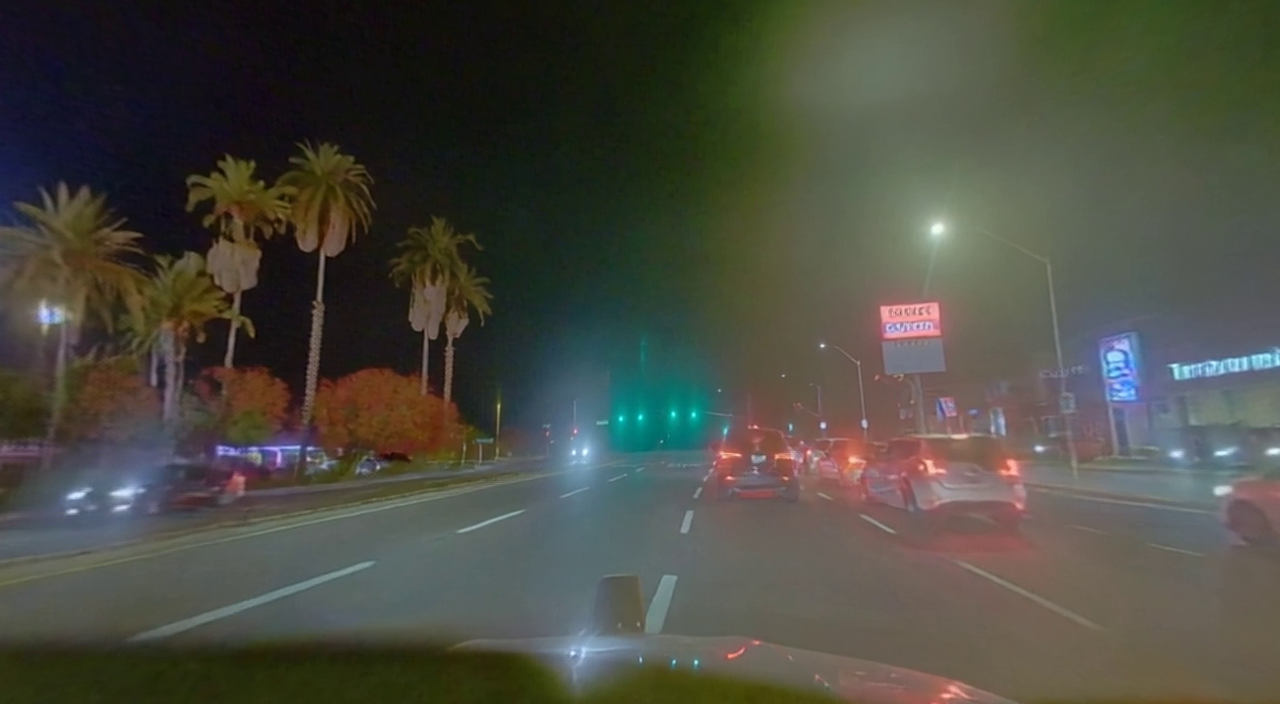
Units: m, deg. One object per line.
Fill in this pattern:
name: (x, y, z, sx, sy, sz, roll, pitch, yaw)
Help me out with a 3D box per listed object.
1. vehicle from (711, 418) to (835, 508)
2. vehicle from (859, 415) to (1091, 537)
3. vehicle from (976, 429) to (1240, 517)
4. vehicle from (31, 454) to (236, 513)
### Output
vehicle: (3.004, 2.652, 15.520, 2.428, 1.816, 4.959, -1, -9, 6)
vehicle: (5.745, 2.173, 11.685, 2.187, 1.777, 4.444, -1, -9, 6)
vehicle: (11.336, 2.949, 15.978, 2.348, 1.822, 5.043, 2, -9, -9)
vehicle: (-14.526, 3.752, 18.564, 1.857, 1.446, 4.615, -1, -9, 7)
